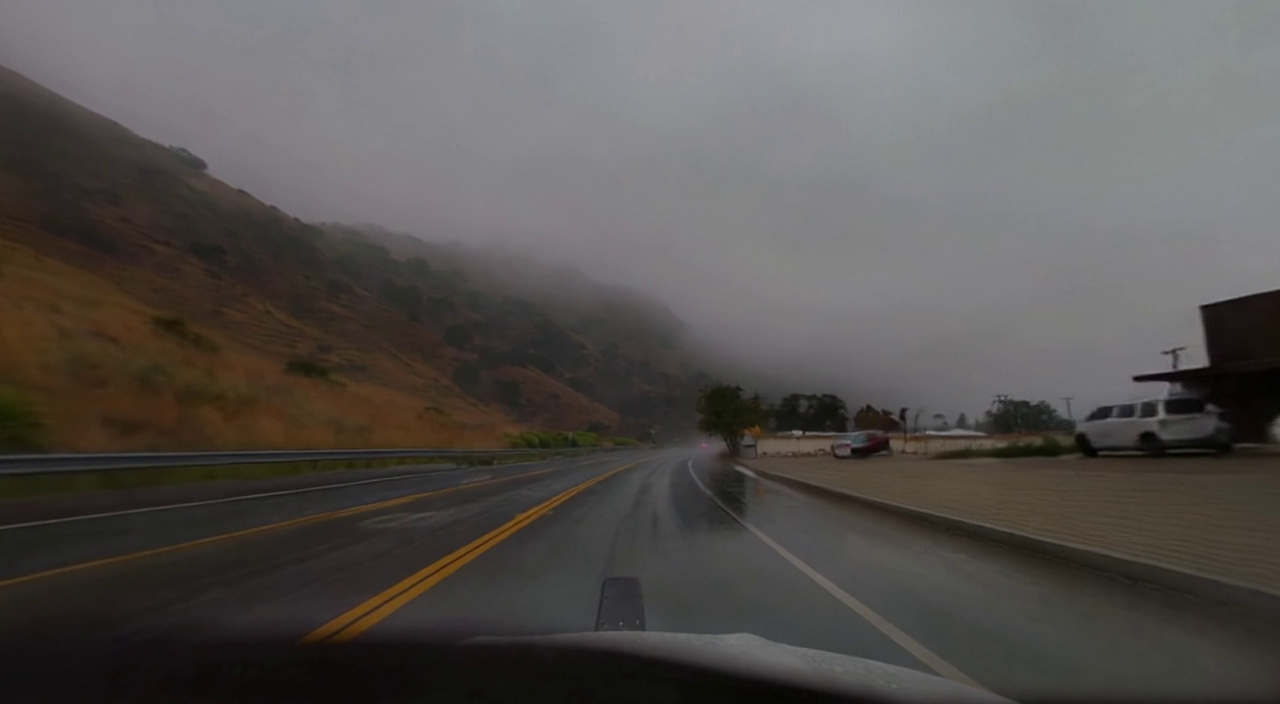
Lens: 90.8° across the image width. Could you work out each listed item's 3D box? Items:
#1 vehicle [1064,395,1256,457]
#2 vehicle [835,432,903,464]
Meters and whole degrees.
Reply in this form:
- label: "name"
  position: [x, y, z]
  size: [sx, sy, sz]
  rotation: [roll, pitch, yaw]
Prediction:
- label: "vehicle"
  position: [17.385, 2.602, 21.544]
  size: [2.098, 1.872, 4.777]
  rotation: [1, -9, -7]
- label: "vehicle"
  position: [14.896, 6.336, 41.444]
  size: [2.352, 1.872, 5.103]
  rotation: [0, -11, -2]
